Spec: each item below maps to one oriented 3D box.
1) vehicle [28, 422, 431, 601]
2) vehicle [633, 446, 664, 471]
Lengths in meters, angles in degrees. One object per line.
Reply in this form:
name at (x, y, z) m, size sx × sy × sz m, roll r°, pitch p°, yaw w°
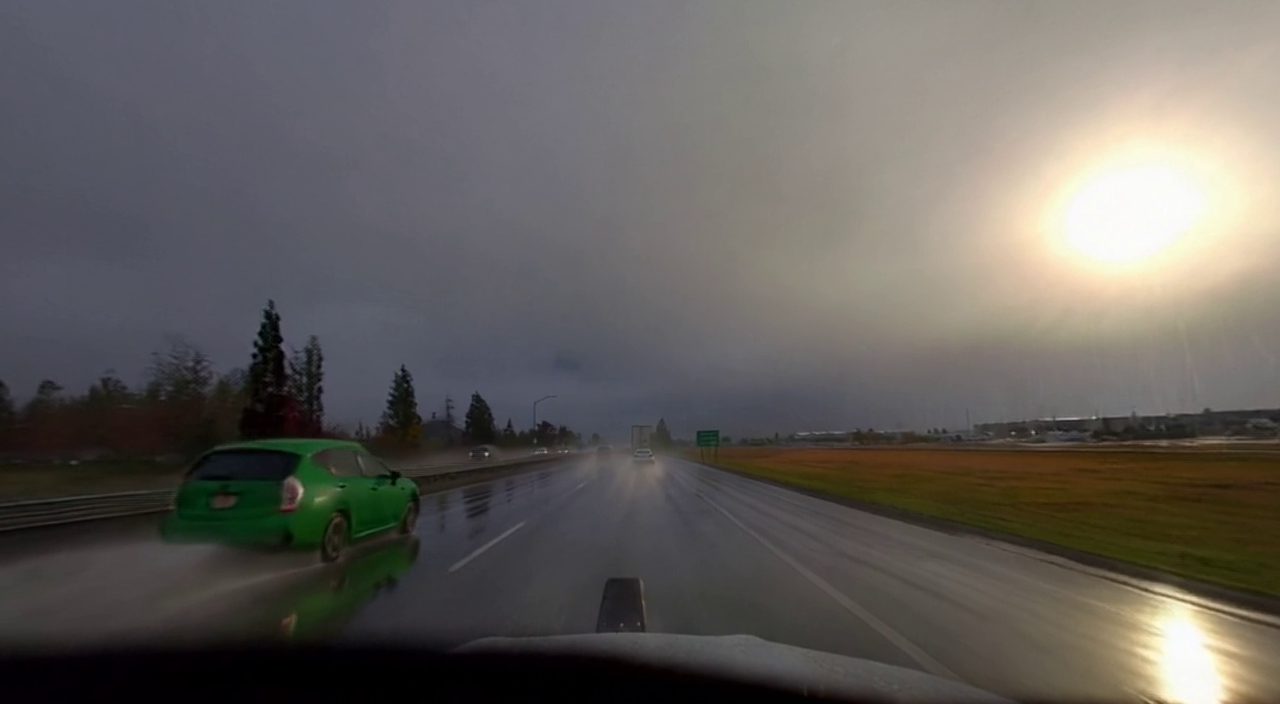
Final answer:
vehicle at (-4.271, 1.716, 7.587) m, size 2.172 × 1.548 × 3.953 m, roll 0°, pitch -9°, yaw 0°
vehicle at (0.517, 7.179, 42.641) m, size 1.992 × 1.593 × 3.937 m, roll 0°, pitch -9°, yaw -1°
